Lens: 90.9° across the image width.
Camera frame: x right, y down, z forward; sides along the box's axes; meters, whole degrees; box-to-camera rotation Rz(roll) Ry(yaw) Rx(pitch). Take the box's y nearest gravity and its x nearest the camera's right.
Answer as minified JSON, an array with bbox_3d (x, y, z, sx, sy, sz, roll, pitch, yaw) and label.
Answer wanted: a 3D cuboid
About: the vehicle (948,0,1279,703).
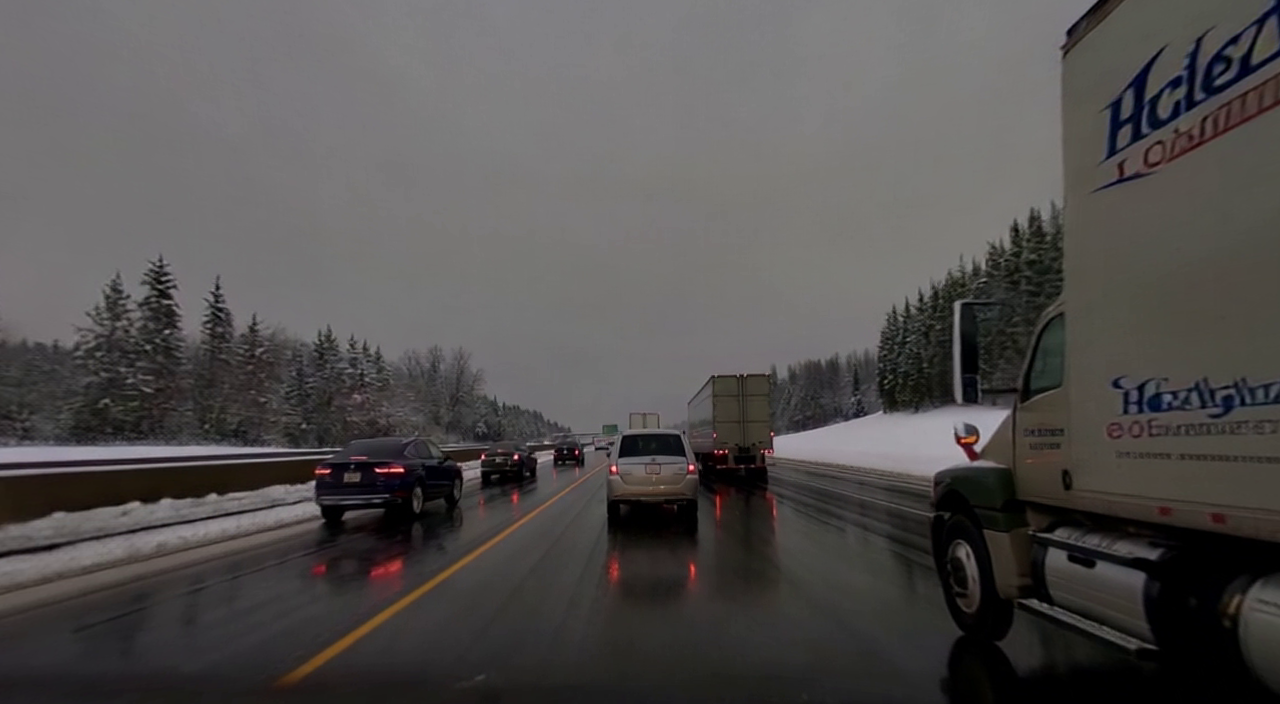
[{"bbox_3d":[3.967,-0.158,1.811,2.982,3.860,6.011,0,-8,0],"label":"vehicle"}]

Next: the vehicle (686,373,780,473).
[{"bbox_3d":[4.339,3.899,33.061,2.892,4.101,14.252,0,-8,1],"label":"vehicle"}]

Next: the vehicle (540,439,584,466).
[{"bbox_3d":[-4.481,5.829,36.902,1.887,1.493,4.411,0,-8,1],"label":"vehicle"}]

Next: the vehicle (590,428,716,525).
[{"bbox_3d":[0.197,2.205,11.751,1.973,1.505,3.568,0,-8,0],"label":"vehicle"}]

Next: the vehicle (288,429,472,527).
[{"bbox_3d":[-4.574,2.229,11.764,1.821,1.514,3.677,0,-8,0],"label":"vehicle"}]

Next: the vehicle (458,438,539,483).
[{"bbox_3d":[-4.932,3.802,22.519,1.880,1.458,3.978,0,-8,1],"label":"vehicle"}]
